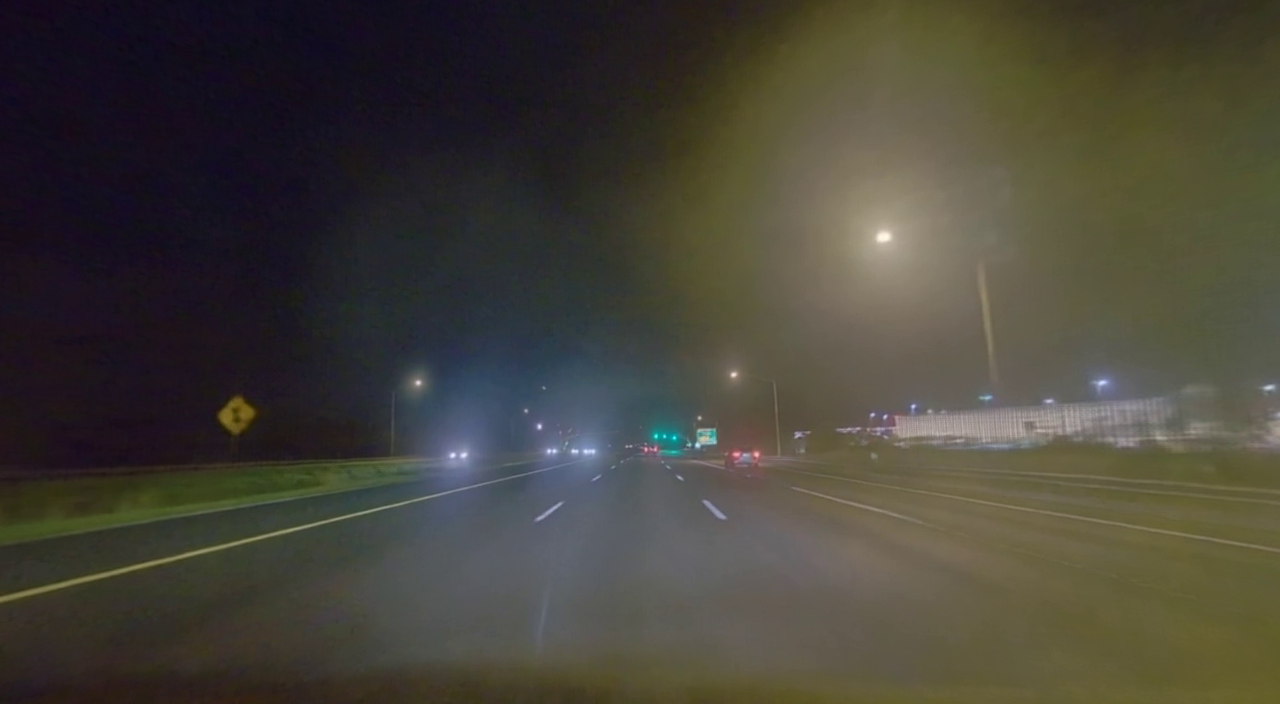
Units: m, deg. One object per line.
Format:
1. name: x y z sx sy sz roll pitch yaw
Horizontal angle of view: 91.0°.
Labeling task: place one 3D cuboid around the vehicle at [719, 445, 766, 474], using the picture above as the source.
1. vehicle: 6.173 6.507 38.371 2.085 1.594 4.848 0 -9 0
